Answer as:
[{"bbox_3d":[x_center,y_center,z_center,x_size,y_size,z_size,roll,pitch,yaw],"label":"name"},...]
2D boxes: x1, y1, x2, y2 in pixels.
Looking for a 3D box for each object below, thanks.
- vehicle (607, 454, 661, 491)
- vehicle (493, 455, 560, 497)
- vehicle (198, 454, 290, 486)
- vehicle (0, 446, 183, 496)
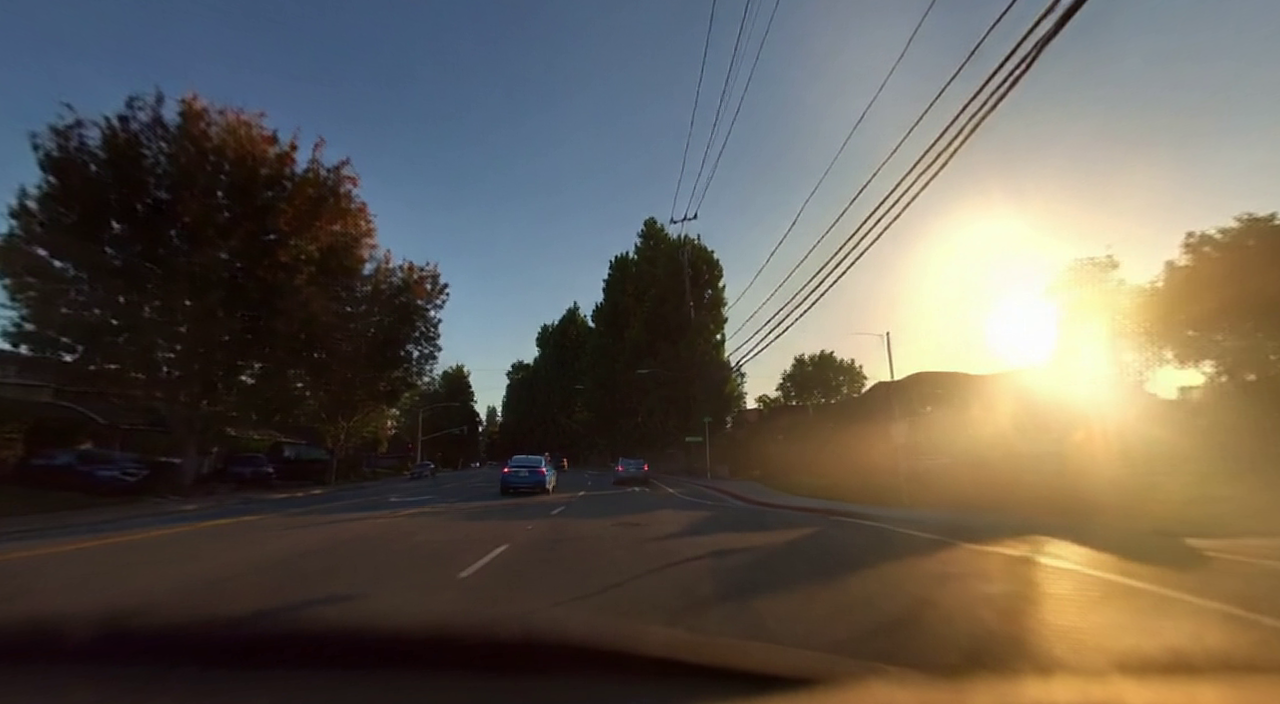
[{"bbox_3d":[-0.343,5.433,28.779,2.168,1.504,4.284,1,-9,-4],"label":"vehicle"},{"bbox_3d":[-4.249,4.703,24.263,1.913,1.425,4.235,0,-9,-2],"label":"vehicle"},{"bbox_3d":[-22.115,6.571,35.410,3.836,1.693,1.849,1,-9,-7],"label":"vehicle"},{"bbox_3d":[-23.062,4.990,26.701,5.681,1.954,2.200,0,-9,-1],"label":"vehicle"}]
